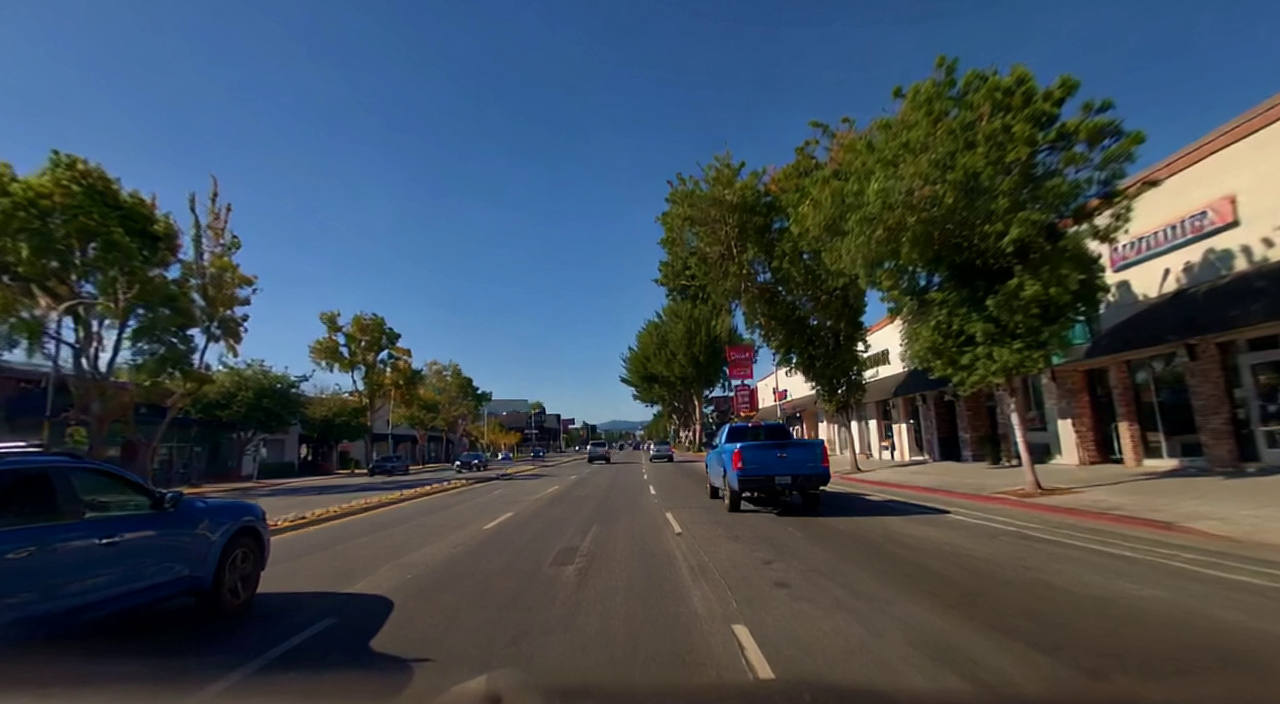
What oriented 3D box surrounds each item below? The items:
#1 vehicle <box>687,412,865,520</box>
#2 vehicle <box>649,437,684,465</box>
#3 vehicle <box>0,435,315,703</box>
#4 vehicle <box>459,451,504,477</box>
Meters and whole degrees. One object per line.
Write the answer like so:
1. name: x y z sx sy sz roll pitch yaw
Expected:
1. vehicle: 2.682 2.493 14.418 2.590 1.932 5.776 0 -8 -2
2. vehicle: 2.002 7.786 49.789 2.502 2.007 4.993 0 -8 0
3. vehicle: -3.440 1.067 2.583 1.888 1.424 4.553 0 -8 -1
4. vehicle: -9.764 6.911 39.185 1.780 1.412 4.283 0 -8 -1
